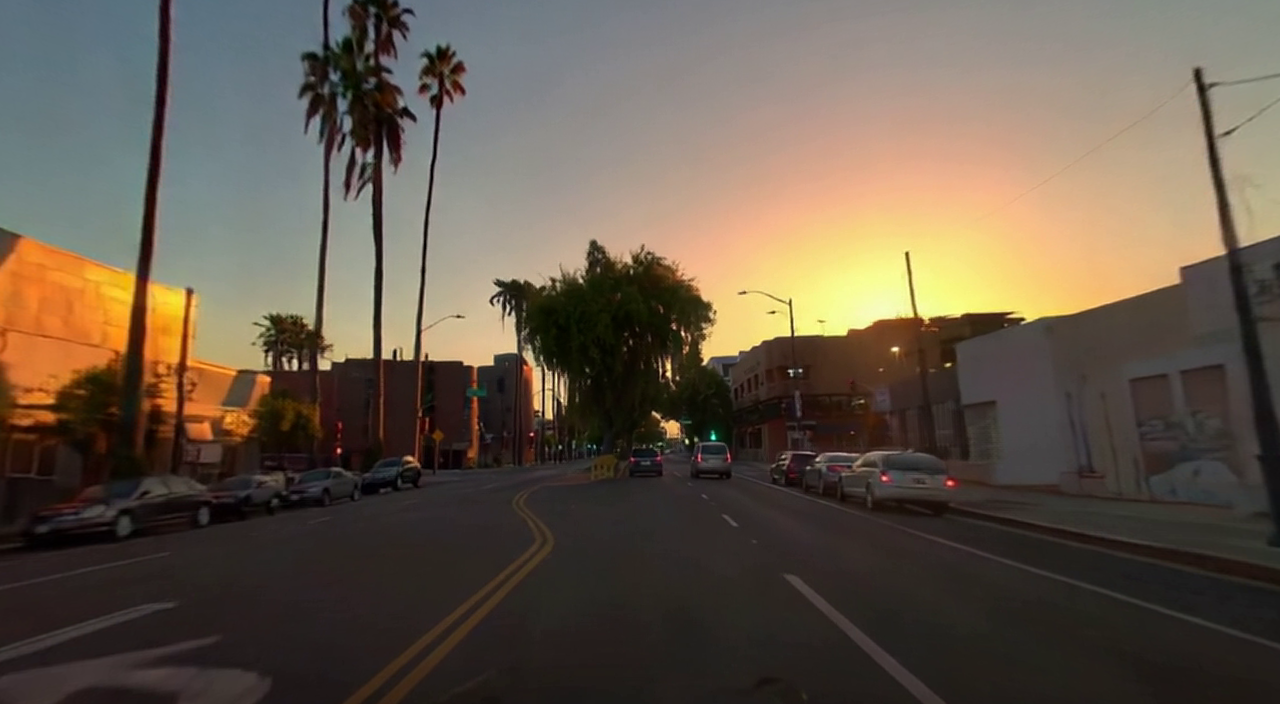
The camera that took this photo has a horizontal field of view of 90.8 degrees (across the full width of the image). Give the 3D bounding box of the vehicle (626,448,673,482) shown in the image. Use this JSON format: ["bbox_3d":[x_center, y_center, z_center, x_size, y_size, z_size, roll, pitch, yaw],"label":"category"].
[{"bbox_3d":[0.424,5.372,30.303,2.088,1.452,3.993,0,-8,0],"label":"vehicle"}]

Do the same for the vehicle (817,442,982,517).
[{"bbox_3d":[6.478,3.213,16.562,2.174,1.643,4.860,0,-8,-1],"label":"vehicle"}]

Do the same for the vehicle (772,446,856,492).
[{"bbox_3d":[6.680,4.519,24.800,2.157,1.640,4.228,0,-8,1],"label":"vehicle"}]

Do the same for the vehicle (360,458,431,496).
[{"bbox_3d":[-12.299,6.372,32.124,1.949,1.682,4.094,-3,-11,0],"label":"vehicle"}]

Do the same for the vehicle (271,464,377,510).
[{"bbox_3d":[-12.162,5.225,24.698,1.978,1.501,4.355,-3,-11,-1],"label":"vehicle"}]

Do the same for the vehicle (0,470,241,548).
[{"bbox_3d":[-12.295,3.734,15.418,2.188,1.490,4.511,-3,-12,0],"label":"vehicle"}]

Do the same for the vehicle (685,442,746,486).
[{"bbox_3d":[3.122,4.747,27.122,2.003,1.702,4.288,0,-8,-1],"label":"vehicle"}]
